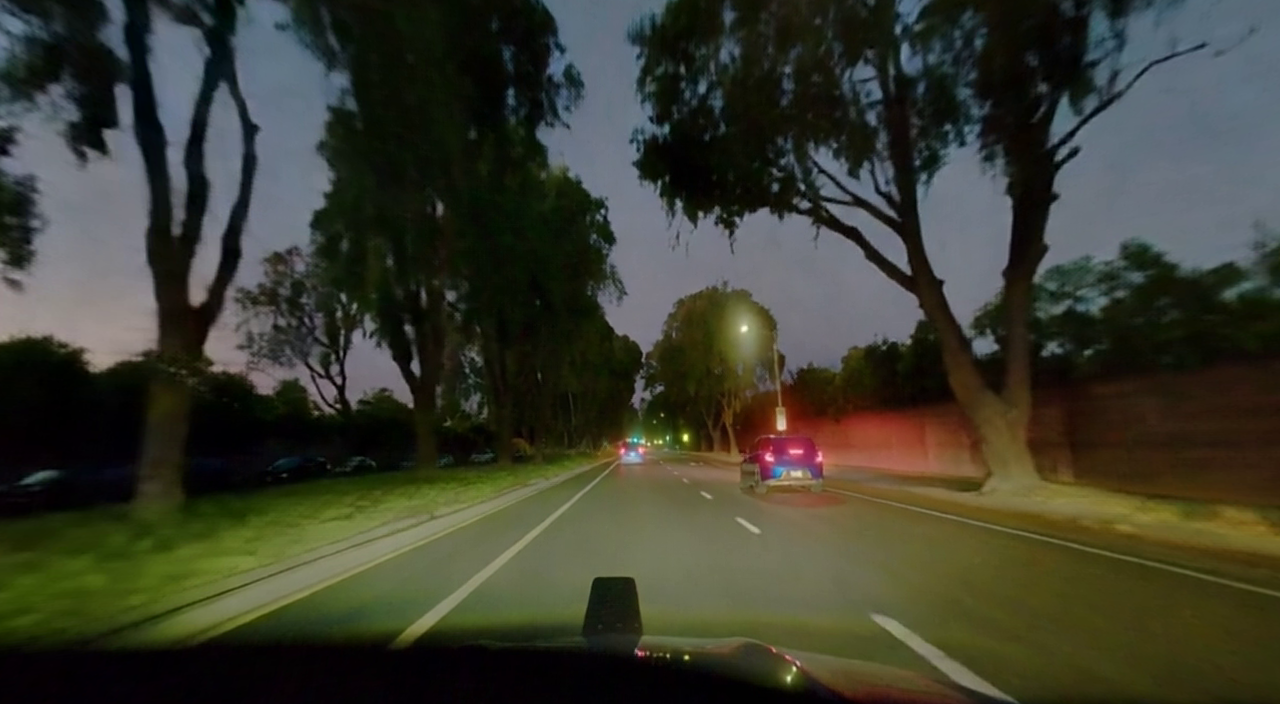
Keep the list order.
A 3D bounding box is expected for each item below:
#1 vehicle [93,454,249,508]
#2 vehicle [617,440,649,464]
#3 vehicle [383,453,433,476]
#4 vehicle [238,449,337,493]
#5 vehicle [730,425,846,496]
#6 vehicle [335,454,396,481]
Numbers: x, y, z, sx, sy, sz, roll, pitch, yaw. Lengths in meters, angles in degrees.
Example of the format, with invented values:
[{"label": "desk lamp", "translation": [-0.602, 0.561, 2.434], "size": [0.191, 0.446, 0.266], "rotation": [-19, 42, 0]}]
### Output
[{"label": "vehicle", "translation": [-17.342, 4.745, 23.773], "size": [2.184, 1.697, 4.826], "rotation": [-1, -8, 0]}, {"label": "vehicle", "translation": [-0.536, 7.735, 49.043], "size": [2.391, 1.739, 3.837], "rotation": [-1, -8, 0]}, {"label": "vehicle", "translation": [-17.431, 8.432, 47.706], "size": [2.099, 1.558, 4.533], "rotation": [-1, -8, 0]}, {"label": "vehicle", "translation": [-17.513, 5.881, 31.759], "size": [2.352, 1.857, 4.893], "rotation": [-3, -9, -2]}, {"label": "vehicle", "translation": [4.049, 3.053, 18.174], "size": [2.155, 1.752, 4.456], "rotation": [-1, -8, -1]}, {"label": "vehicle", "translation": [-17.124, 7.214, 39.633], "size": [1.933, 1.494, 4.259], "rotation": [-1, -8, -1]}]
